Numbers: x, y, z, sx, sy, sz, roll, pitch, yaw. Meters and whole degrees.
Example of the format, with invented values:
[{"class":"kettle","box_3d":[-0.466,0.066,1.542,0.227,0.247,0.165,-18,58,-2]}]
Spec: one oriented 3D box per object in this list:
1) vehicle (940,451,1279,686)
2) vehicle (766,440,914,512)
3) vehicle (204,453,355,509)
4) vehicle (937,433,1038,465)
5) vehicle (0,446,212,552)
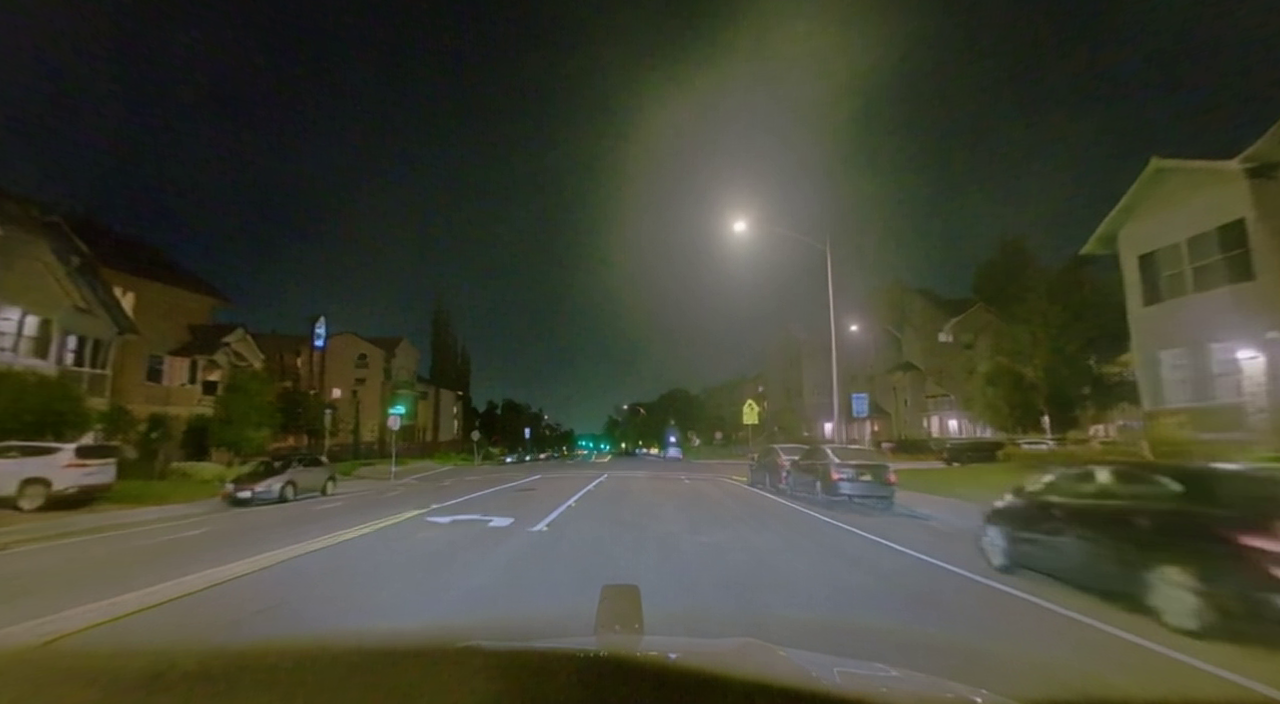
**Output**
[{"class":"vehicle","box_3d":[4.805,1.604,5.700,2.007,1.352,4.345,0,-8,-1]},{"class":"vehicle","box_3d":[4.615,2.923,15.418,2.196,1.472,4.426,0,-8,1]},{"class":"vehicle","box_3d":[-10.961,3.919,19.696,1.949,1.457,4.581,0,-8,1]},{"class":"vehicle","box_3d":[20.167,5.652,36.829,4.578,1.740,2.185,0,-8,-1]},{"class":"vehicle","box_3d":[-11.222,2.761,12.714,2.052,1.726,4.475,0,-8,0]}]
